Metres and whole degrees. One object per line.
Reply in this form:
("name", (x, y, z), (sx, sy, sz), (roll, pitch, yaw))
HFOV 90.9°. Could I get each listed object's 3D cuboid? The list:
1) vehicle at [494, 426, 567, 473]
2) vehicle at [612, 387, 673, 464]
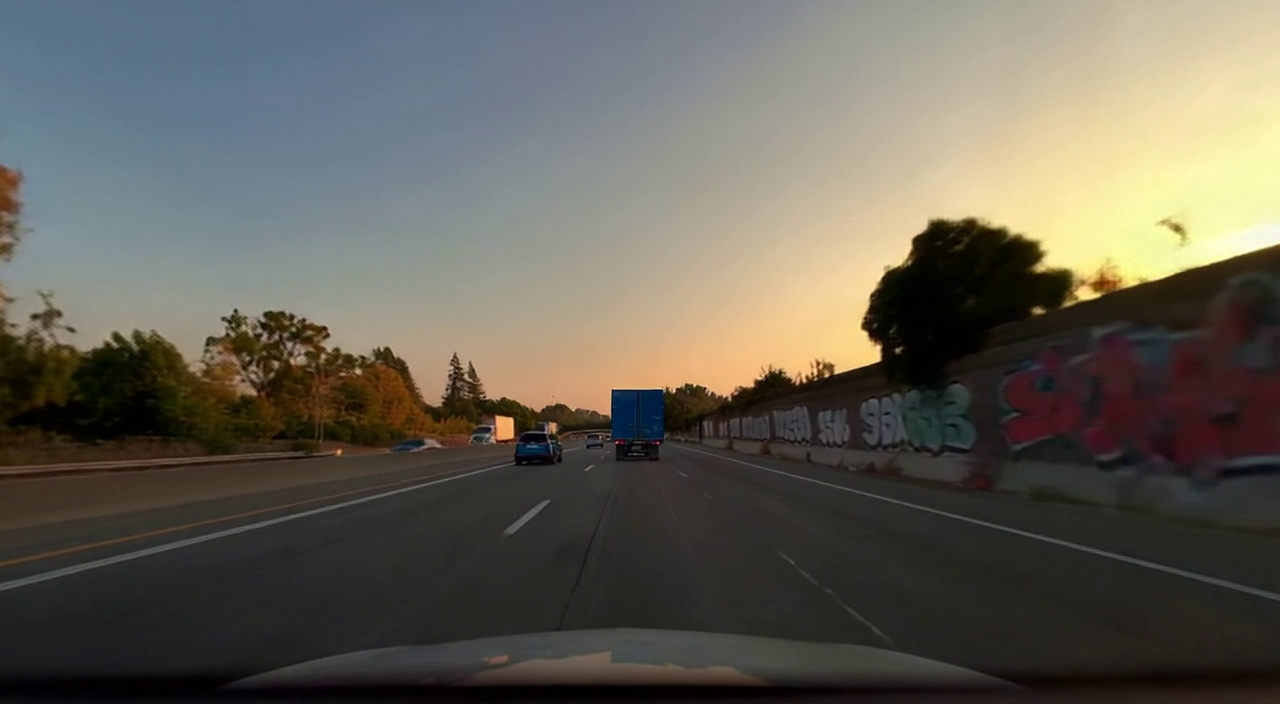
("vehicle", (-4.172, 3.779, 24.665), (2.058, 1.645, 4.130), (0, -8, 0))
("vehicle", (0.031, 4.141, 34.739), (2.927, 3.649, 9.443), (0, -8, -1))
